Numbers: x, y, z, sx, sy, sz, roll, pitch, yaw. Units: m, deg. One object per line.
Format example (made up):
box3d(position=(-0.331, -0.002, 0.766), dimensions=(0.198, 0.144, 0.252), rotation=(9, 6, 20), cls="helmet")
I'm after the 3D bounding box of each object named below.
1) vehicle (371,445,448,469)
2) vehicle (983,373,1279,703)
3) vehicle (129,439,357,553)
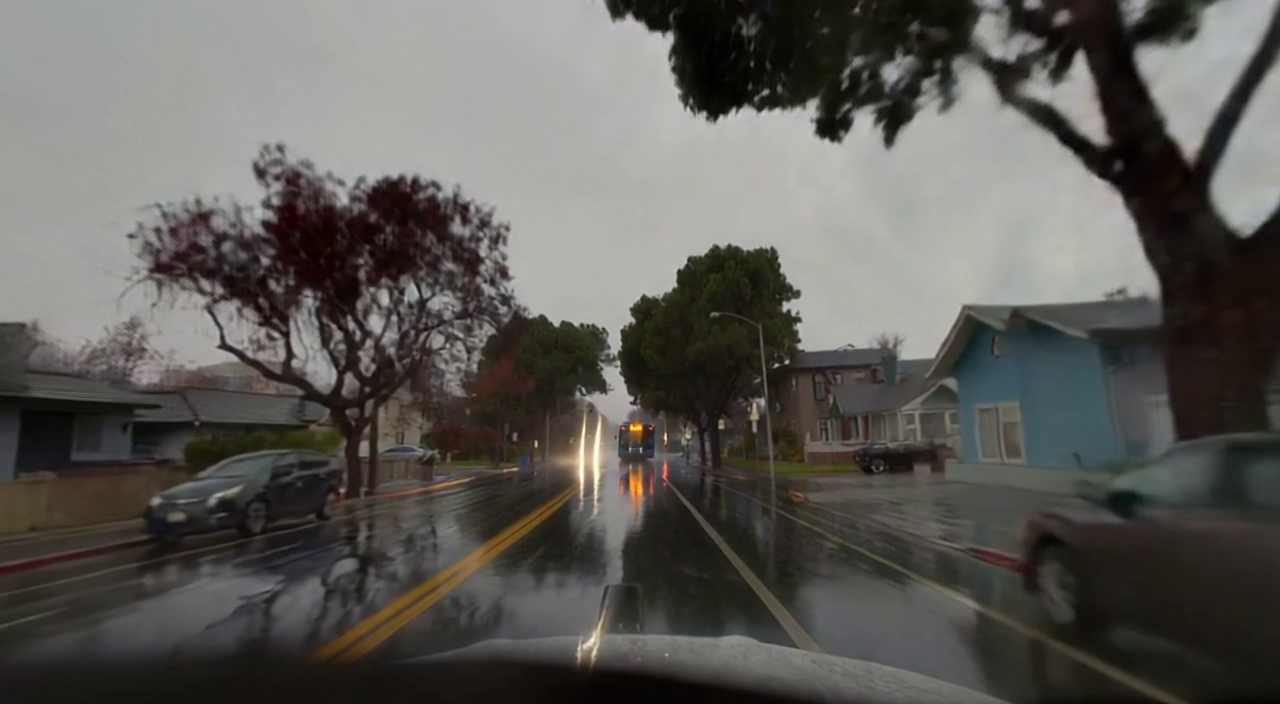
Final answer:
box3d(position=(-15.556, 7.103, 42.865), dimensions=(4.481, 1.591, 1.807), rotation=(0, -9, -1), cls="vehicle")
box3d(position=(4.237, 1.150, 3.421), dimensions=(2.060, 1.833, 4.927), rotation=(5, -9, 0), cls="vehicle")
box3d(position=(-7.887, 2.837, 13.210), dimensions=(1.898, 1.755, 4.603), rotation=(-5, -9, -1), cls="vehicle")
